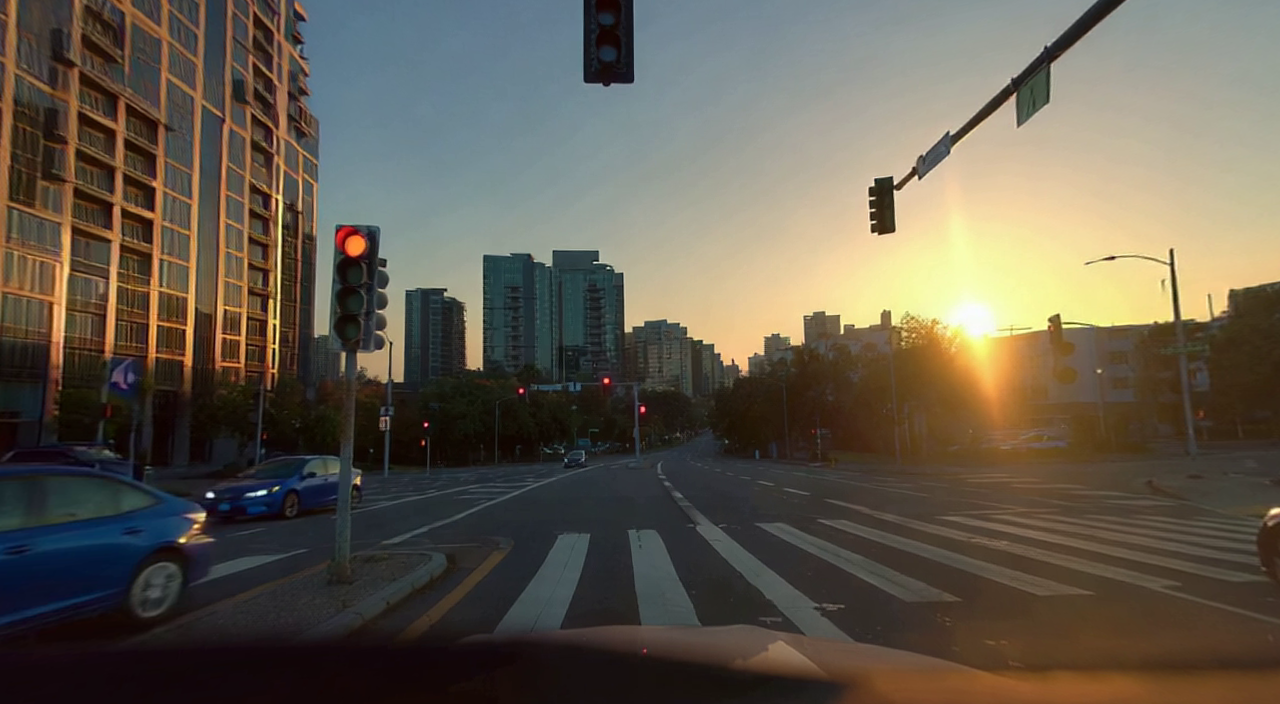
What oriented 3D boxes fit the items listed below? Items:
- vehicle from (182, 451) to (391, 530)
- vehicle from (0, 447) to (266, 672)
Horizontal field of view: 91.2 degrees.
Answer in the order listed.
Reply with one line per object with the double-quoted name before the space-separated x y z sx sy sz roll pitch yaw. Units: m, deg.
"vehicle" -8.383 3.269 15.466 1.970 1.578 4.470 -2 -9 11
"vehicle" -5.407 1.514 4.764 1.943 1.553 4.571 -1 -9 6
